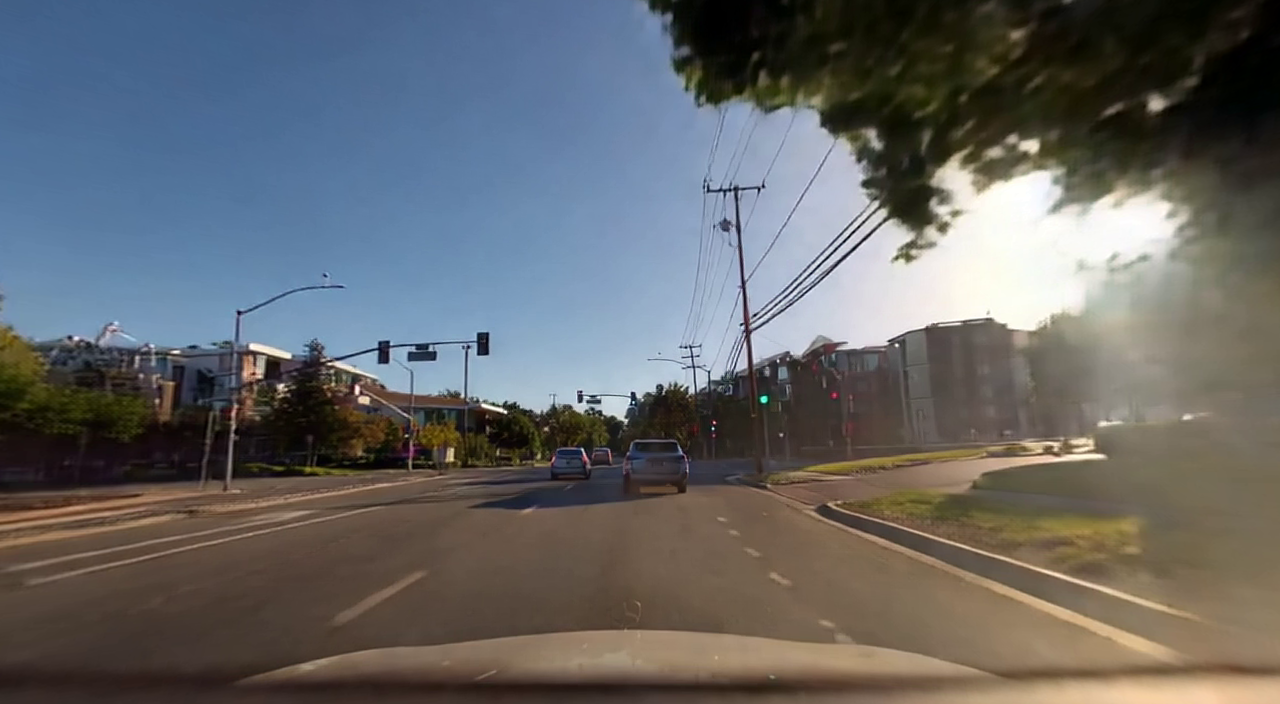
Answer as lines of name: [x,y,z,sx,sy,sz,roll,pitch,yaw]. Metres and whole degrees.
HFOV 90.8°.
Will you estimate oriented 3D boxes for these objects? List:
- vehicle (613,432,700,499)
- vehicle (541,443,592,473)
vehicle: [0.403,3.111,17.681,2.156,1.636,3.923,0,-8,0]
vehicle: [-3.792,5.572,33.353,2.153,1.474,4.284,0,-8,1]
